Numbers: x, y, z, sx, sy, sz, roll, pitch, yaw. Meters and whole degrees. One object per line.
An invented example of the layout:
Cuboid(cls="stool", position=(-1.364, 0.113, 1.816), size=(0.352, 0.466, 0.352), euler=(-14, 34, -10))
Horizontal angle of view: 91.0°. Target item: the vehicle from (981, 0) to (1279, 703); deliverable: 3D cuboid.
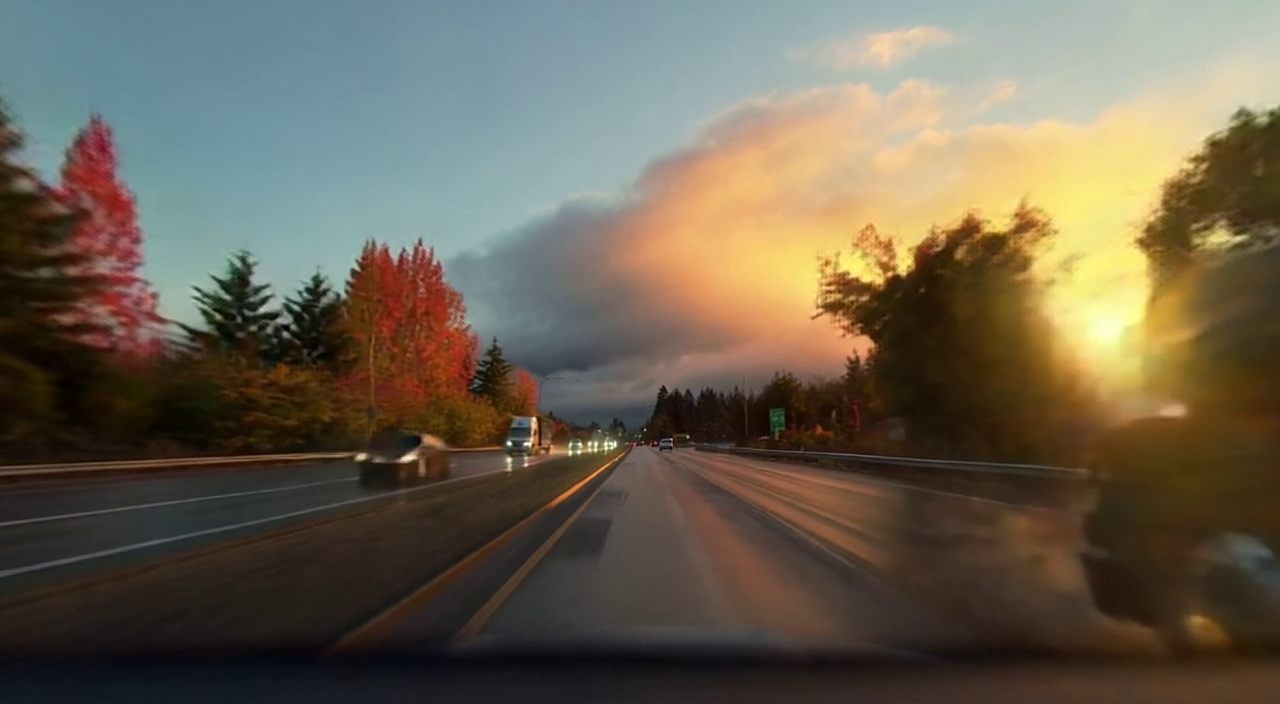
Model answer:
Cuboid(cls="vehicle", position=(4.060, -0.476, 1.088), size=(3.057, 4.041, 6.788), euler=(0, -8, 1))

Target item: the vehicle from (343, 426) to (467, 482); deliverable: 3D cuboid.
Cuboid(cls="vehicle", position=(-7.490, 3.306, 20.694), size=(2.112, 1.626, 4.815), euler=(0, -8, 1))
